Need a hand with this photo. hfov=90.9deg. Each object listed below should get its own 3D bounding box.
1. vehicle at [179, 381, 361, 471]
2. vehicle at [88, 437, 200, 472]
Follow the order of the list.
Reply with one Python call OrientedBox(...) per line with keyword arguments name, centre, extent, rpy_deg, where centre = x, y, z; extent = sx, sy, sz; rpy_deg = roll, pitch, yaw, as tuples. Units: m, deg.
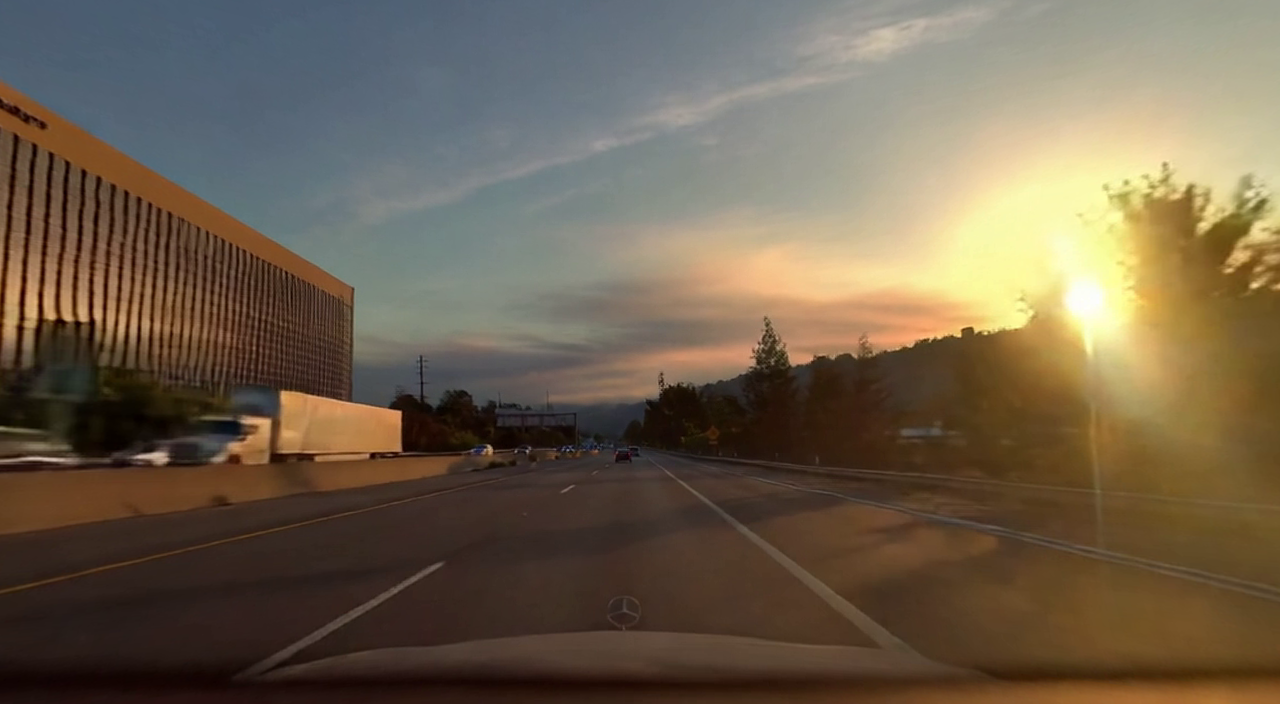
OrientedBox(name="vehicle", centre=(-18.808, 4.095, 33.451), extent=(2.999, 3.950, 11.072), rpy_deg=(0, -9, -1))
OrientedBox(name="vehicle", centre=(-24.212, 5.021, 31.013), extent=(1.886, 1.573, 4.304), rpy_deg=(-1, -9, 2))
